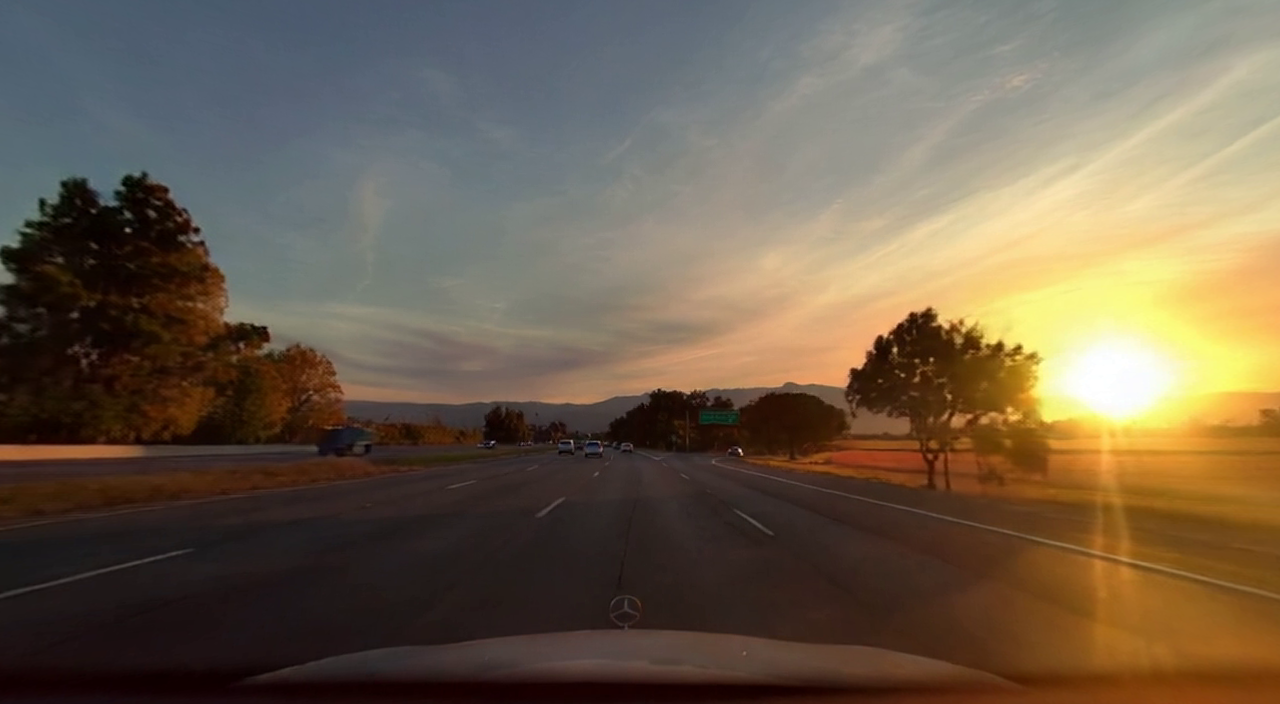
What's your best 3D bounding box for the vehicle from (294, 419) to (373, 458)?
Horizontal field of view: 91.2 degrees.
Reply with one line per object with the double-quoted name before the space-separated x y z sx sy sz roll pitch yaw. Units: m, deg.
"vehicle" -21.295 6.083 43.965 2.396 2.530 6.033 0 -8 0
